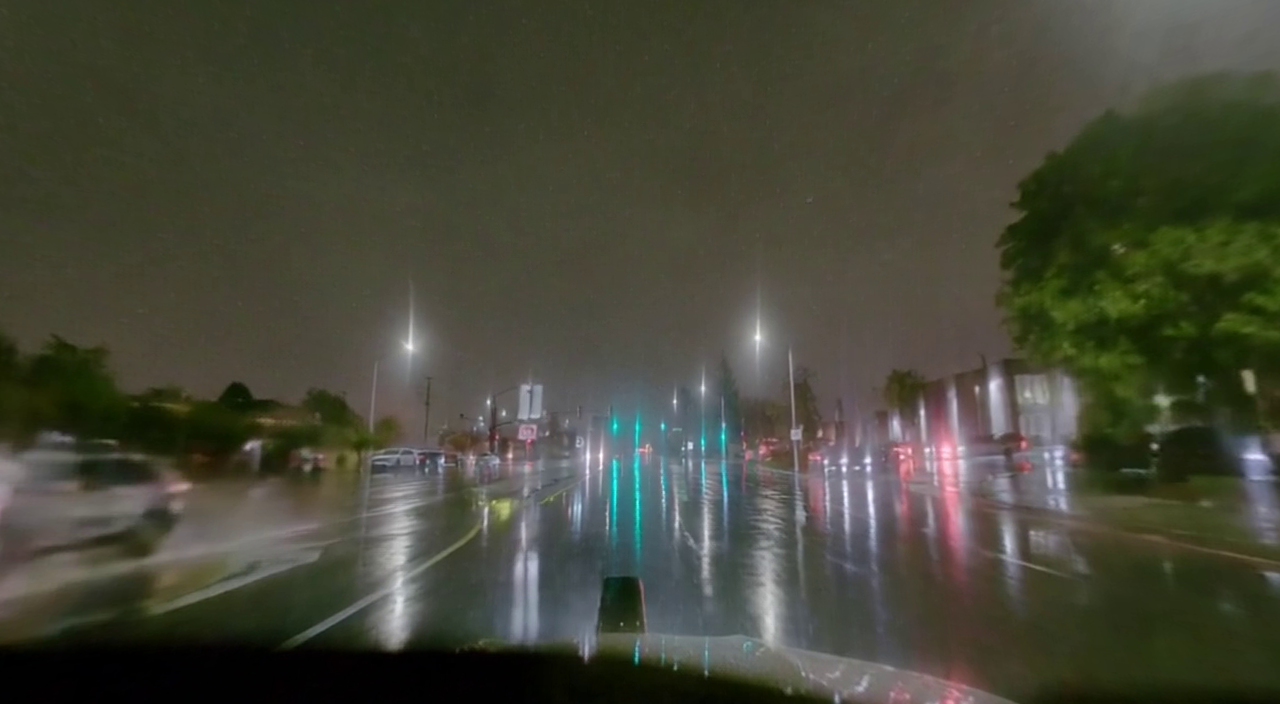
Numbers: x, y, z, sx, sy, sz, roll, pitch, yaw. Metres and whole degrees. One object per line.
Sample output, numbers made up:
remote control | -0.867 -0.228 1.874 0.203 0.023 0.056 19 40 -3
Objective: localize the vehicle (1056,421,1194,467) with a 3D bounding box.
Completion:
vehicle | 20.244 3.907 26.581 2.012 1.709 4.574 -2 -9 -2

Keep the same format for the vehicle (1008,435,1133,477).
vehicle | 17.648 4.240 26.129 1.957 1.501 4.308 -2 -7 -3

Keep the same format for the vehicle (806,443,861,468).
vehicle | 12.794 6.874 42.010 2.079 1.541 4.801 0 -9 -1

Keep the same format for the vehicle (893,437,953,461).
vehicle | 19.017 6.572 42.589 1.882 1.537 4.418 0 -9 -2

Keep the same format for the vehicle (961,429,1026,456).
vehicle | 23.974 6.177 42.871 1.888 1.678 4.074 1 -9 -3

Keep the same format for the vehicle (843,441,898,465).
vehicle | 15.629 6.899 42.912 1.899 1.517 4.378 1 -9 -3

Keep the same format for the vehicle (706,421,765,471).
vehicle | 6.564 6.663 44.611 2.802 3.208 7.459 0 -9 -1

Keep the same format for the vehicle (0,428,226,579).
vehicle | -8.078 1.904 8.470 2.013 1.646 4.325 0 -9 0

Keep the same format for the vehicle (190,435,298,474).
vehicle | -27.017 7.000 43.090 5.877 2.508 2.394 -1 -9 6
